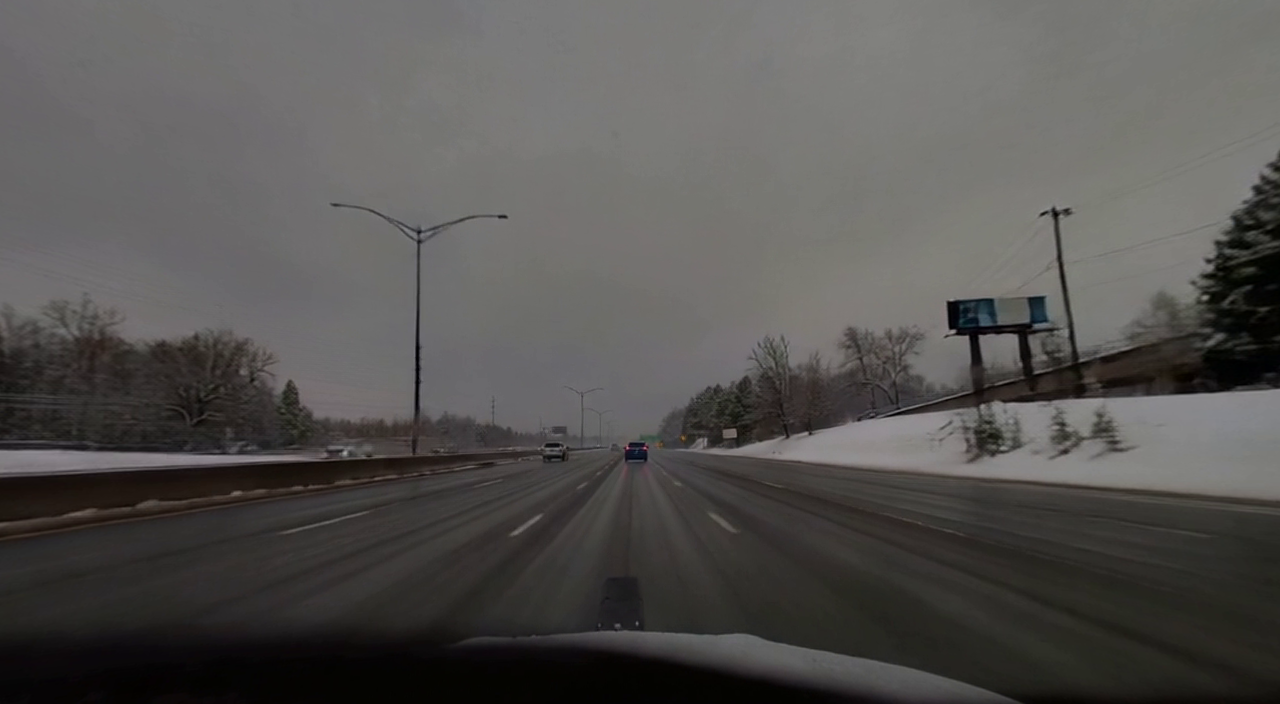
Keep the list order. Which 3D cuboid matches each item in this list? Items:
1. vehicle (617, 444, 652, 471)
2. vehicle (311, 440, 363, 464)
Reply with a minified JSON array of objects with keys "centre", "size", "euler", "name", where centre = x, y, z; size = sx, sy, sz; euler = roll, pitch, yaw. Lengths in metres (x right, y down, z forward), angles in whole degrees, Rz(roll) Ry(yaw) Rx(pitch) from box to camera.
[{"centre":[-0.361,6.598,39.597],"size":[2.074,1.574,3.971],"euler":[0,-9,-1],"name":"vehicle"},{"centre":[-20.484,6.769,42.847],"size":[1.679,1.560,3.637],"euler":[0,-9,0],"name":"vehicle"}]
